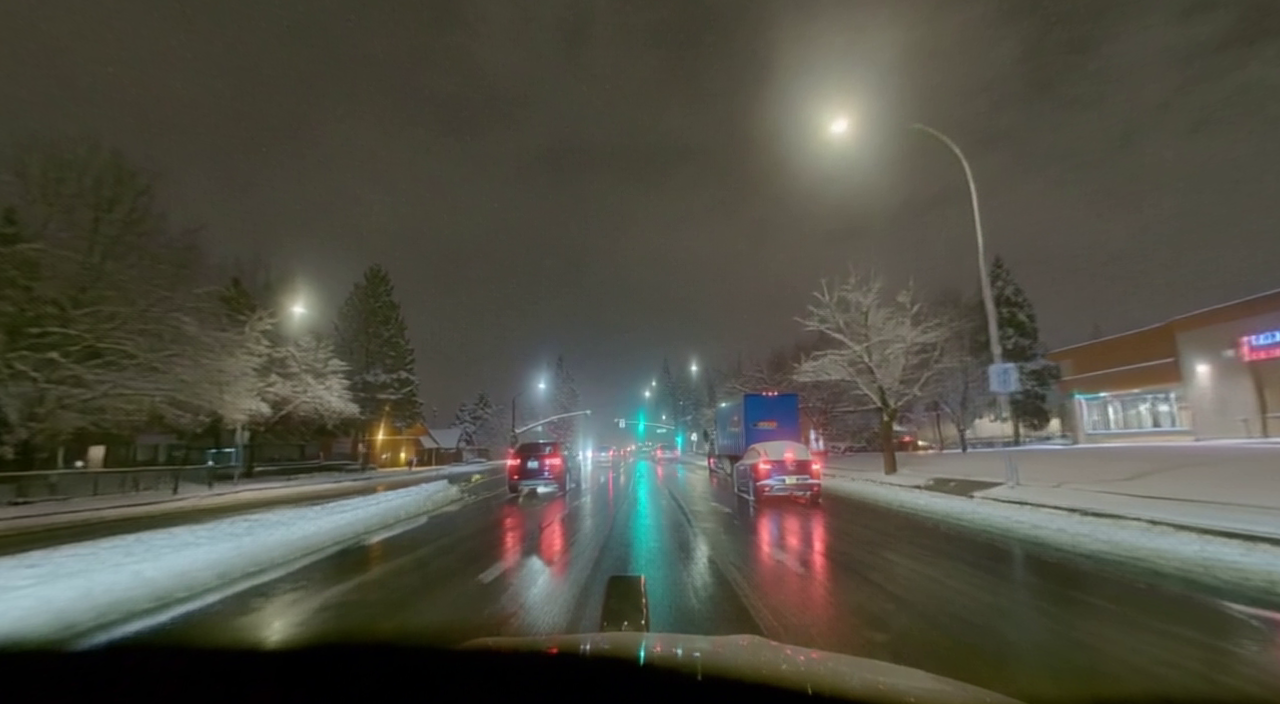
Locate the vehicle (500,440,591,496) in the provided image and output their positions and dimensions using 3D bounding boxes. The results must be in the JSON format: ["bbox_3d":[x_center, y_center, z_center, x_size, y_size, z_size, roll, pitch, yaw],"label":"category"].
[{"bbox_3d":[-2.763,3.502,19.474,2.003,1.509,4.396,-1,-8,2],"label":"vehicle"}]

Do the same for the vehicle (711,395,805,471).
[{"bbox_3d":[7.663,5.868,44.473,3.383,4.268,17.469,0,-8,0],"label":"vehicle"}]

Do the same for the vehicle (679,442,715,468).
[{"bbox_3d":[3.837,6.994,42.973,2.050,1.683,3.990,0,-8,0],"label":"vehicle"}]

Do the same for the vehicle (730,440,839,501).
[{"bbox_3d":[3.805,3.201,17.428,1.972,1.452,4.189,0,-8,0],"label":"vehicle"}]

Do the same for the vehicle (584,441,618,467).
[{"bbox_3d":[-2.800,7.488,46.470,2.137,1.796,4.304,0,-8,1],"label":"vehicle"}]

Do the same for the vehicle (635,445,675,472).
[{"bbox_3d":[0.800,6.132,36.494,2.020,1.461,4.326,0,-8,-2],"label":"vehicle"}]
